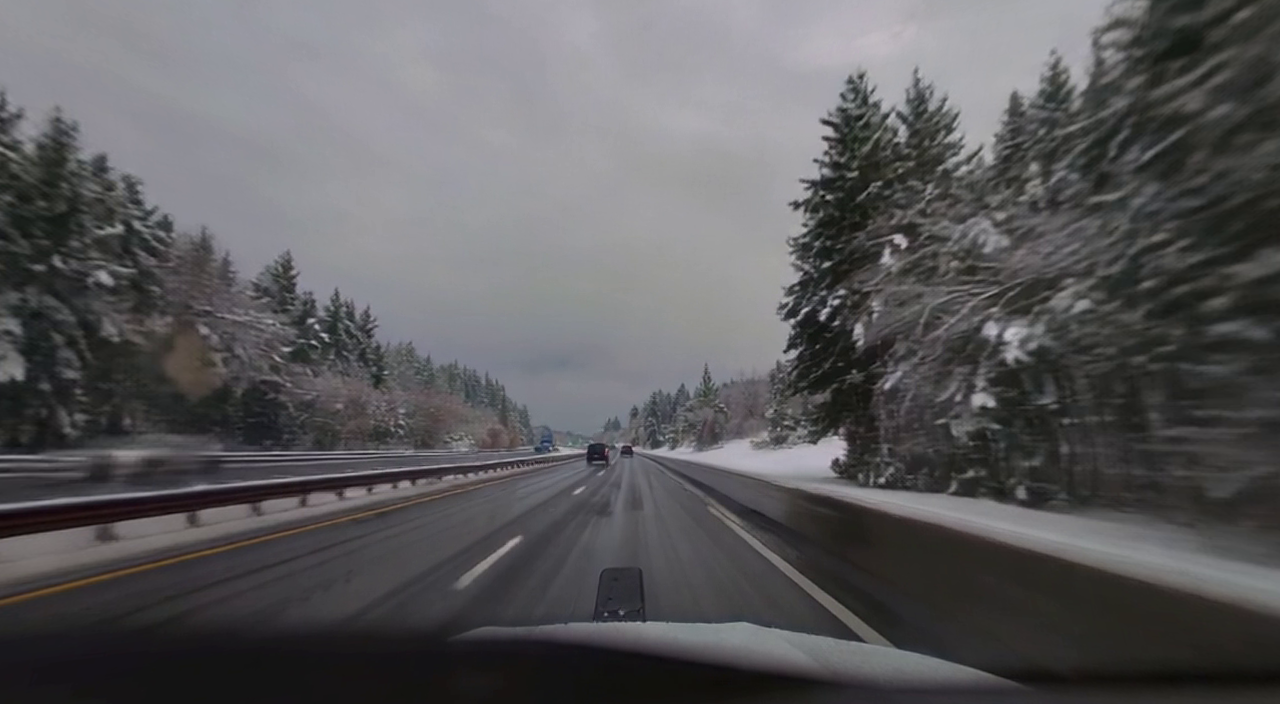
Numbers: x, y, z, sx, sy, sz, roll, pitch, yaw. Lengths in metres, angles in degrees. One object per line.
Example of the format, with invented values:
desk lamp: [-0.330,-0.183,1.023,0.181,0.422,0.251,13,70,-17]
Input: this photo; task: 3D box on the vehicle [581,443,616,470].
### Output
vehicle: [-2.865,7.373,44.458,2.135,1.755,4.476,0,-9,0]

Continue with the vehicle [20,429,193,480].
vehicle: [-16.578,3.236,19.902,1.930,1.422,3.999,0,-9,0]
